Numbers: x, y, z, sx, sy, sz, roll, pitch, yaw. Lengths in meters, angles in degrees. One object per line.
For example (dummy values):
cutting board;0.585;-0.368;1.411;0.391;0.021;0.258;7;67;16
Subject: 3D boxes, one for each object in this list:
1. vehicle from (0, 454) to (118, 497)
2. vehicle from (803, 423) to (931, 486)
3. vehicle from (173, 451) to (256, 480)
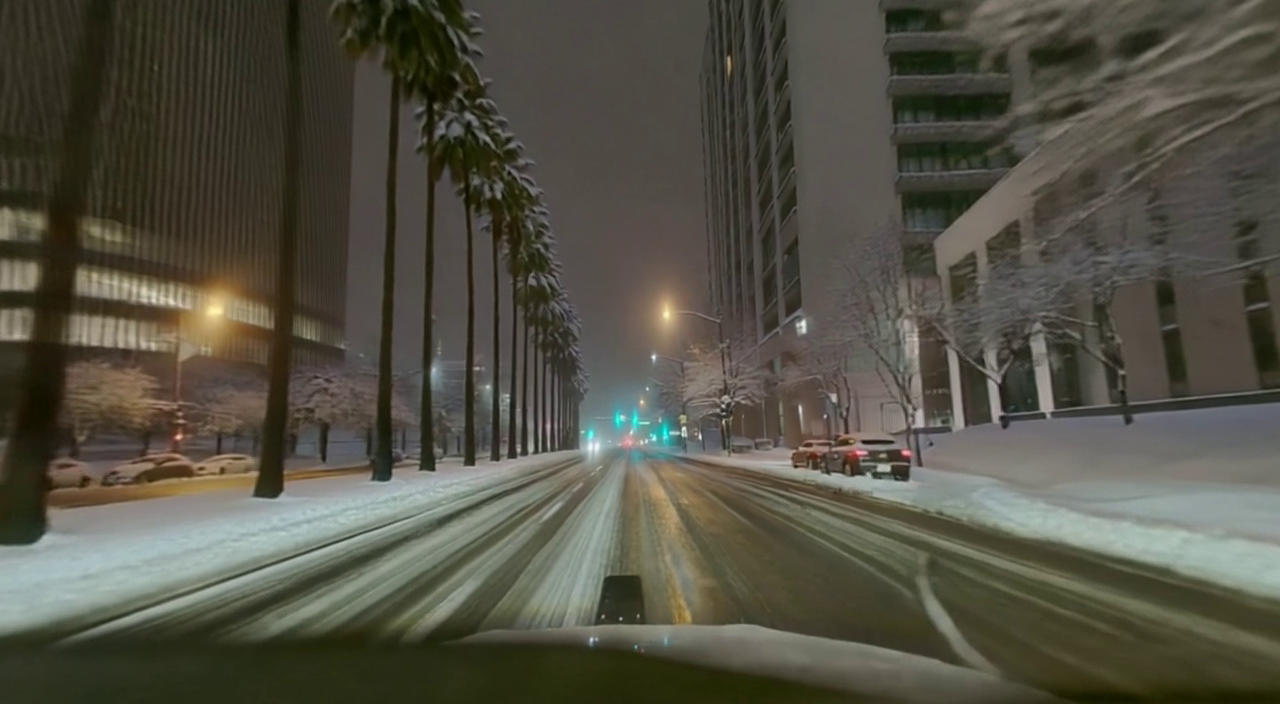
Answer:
vehicle;-24.476;4.984;25.837;1.905;1.496;4.960;-1;-8;1
vehicle;6.936;3.200;19.904;2.225;1.727;4.418;0;-8;-2
vehicle;-24.662;6.564;36.831;1.801;1.444;4.640;0;-8;-3
